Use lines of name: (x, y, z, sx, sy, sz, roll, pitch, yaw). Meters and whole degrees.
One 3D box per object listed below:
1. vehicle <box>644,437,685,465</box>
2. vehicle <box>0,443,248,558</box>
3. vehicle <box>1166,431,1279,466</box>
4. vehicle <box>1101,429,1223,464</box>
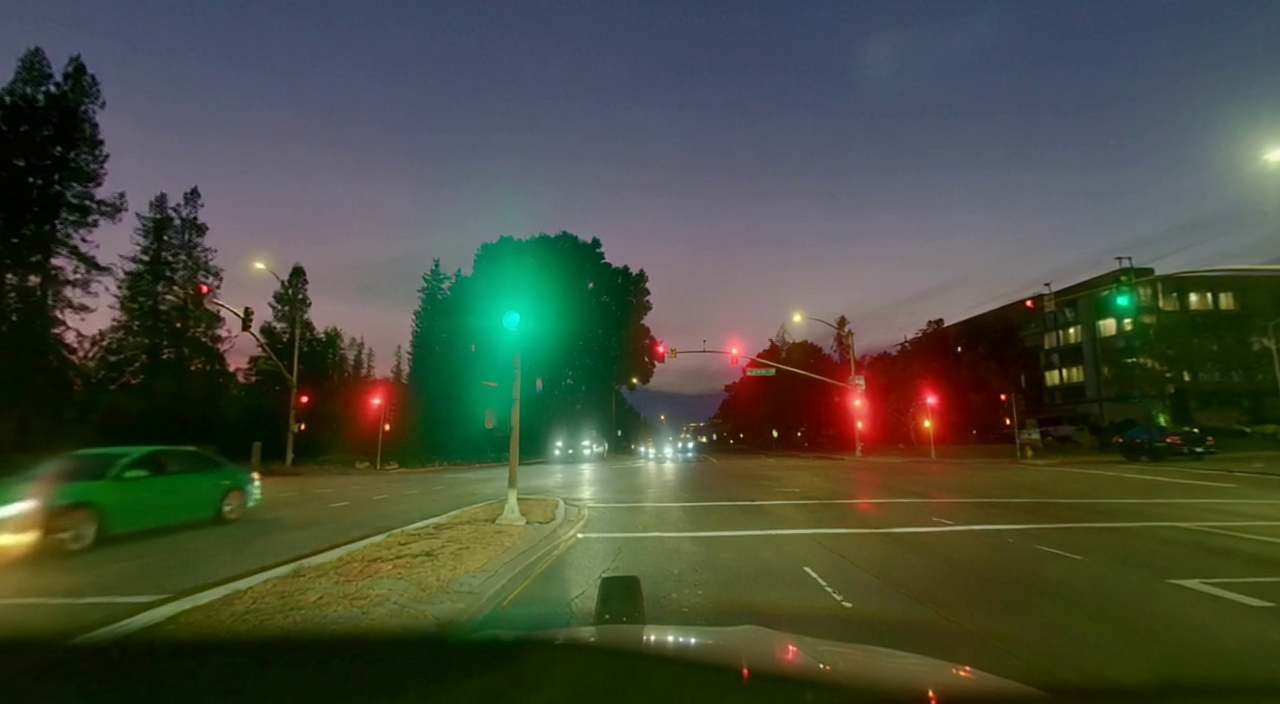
vehicle: (1.723, 6.768, 43.255, 2.197, 1.739, 4.177, -2, -8, 10)
vehicle: (-9.206, 2.284, 10.634, 2.002, 1.483, 4.696, -1, -8, 3)
vehicle: (26.274, 4.242, 27.895, 4.644, 1.470, 1.922, 1, -8, -10)
vehicle: (25.894, 4.680, 31.365, 4.441, 1.674, 2.035, 1, -8, -8)
